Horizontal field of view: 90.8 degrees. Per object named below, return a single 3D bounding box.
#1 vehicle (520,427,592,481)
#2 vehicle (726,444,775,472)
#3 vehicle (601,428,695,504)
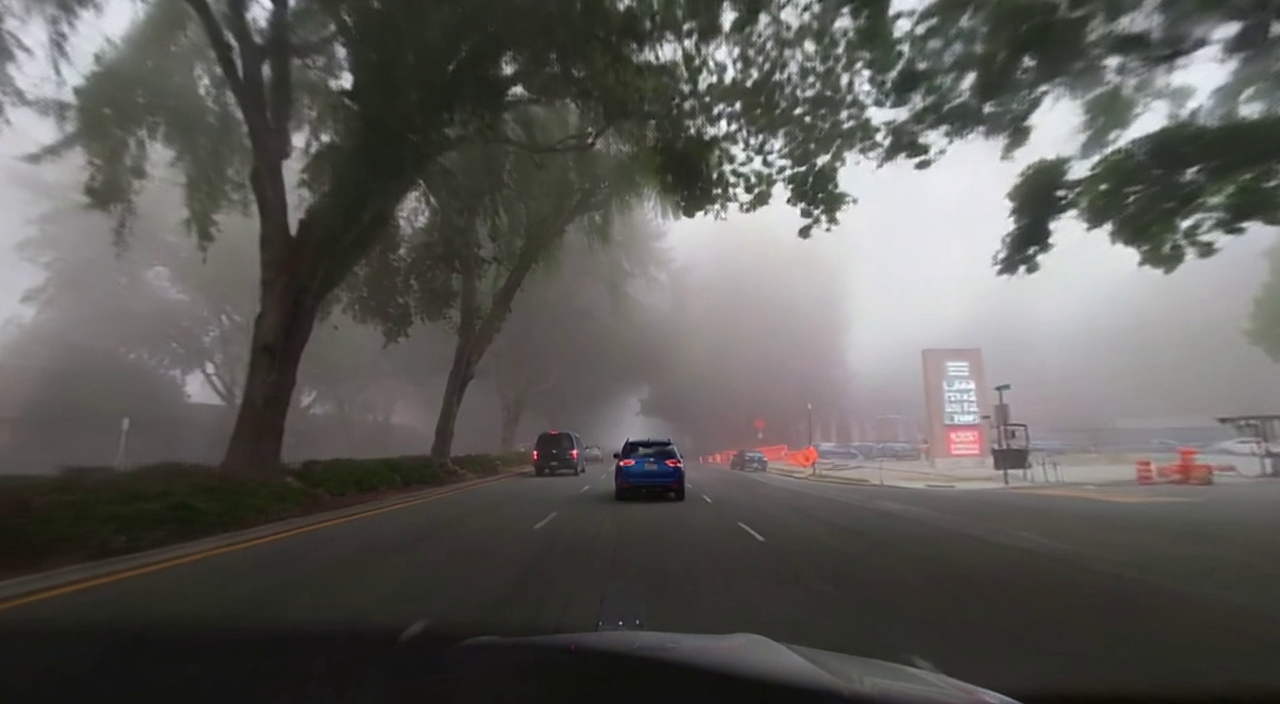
[{"bbox_3d":[-3.485,4.390,27.465,2.357,2.063,5.488,0,-8,0],"label":"vehicle"},{"bbox_3d":[6.557,6.333,37.866,2.076,1.535,4.460,1,-9,-1],"label":"vehicle"},{"bbox_3d":[0.122,2.951,16.762,2.168,1.725,4.192,0,-8,-2],"label":"vehicle"}]
